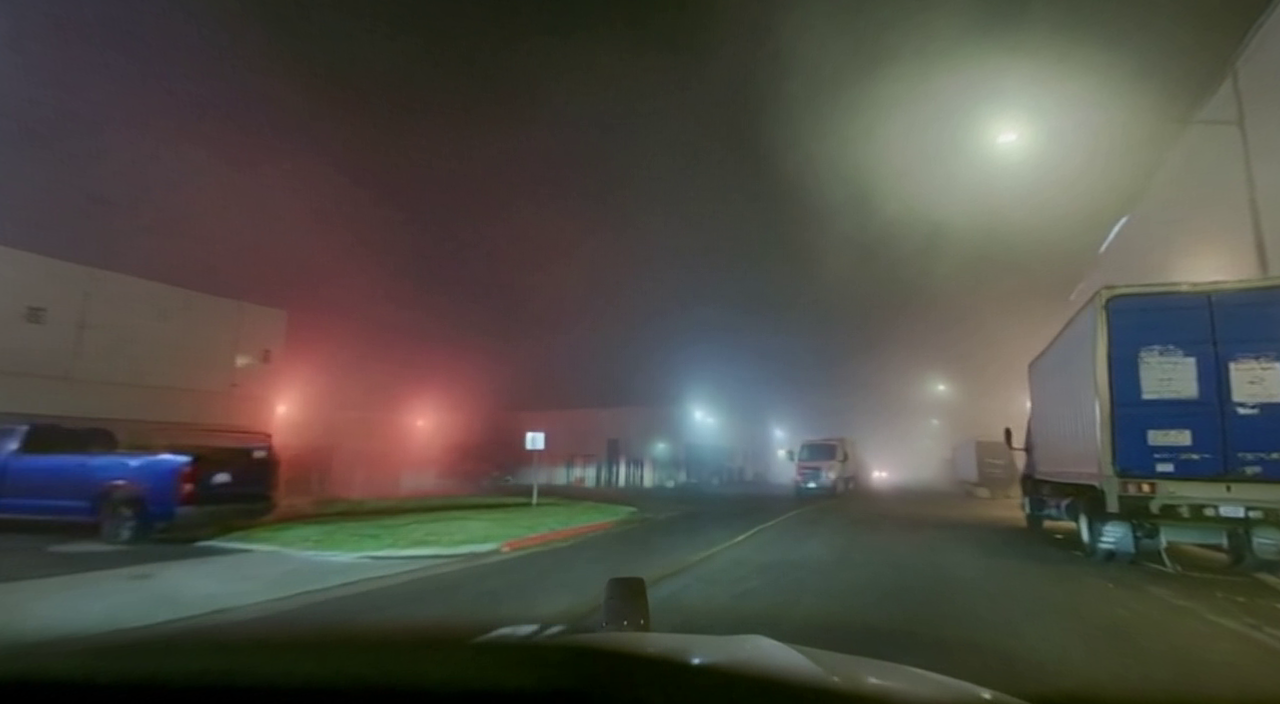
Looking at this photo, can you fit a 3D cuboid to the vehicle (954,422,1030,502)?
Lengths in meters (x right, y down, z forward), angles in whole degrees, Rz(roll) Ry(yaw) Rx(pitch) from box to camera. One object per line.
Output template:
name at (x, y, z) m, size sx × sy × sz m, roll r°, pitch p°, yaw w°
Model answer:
vehicle at (23.731, 7.408, 43.155) m, size 3.132 × 4.690 × 11.286 m, roll -5°, pitch -10°, yaw 23°

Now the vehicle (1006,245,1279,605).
vehicle at (10.494, 1.708, 13.473) m, size 2.966 × 4.658 × 11.455 m, roll -5°, pitch -10°, yaw 23°

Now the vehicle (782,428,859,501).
vehicle at (11.933, 7.245, 41.159) m, size 3.111 × 4.217 × 7.722 m, roll -5°, pitch -10°, yaw 26°

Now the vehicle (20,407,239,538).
vehicle at (-14.011, 3.029, 17.201) m, size 6.271 × 3.004 × 2.298 m, roll -3°, pitch -6°, yaw 29°
